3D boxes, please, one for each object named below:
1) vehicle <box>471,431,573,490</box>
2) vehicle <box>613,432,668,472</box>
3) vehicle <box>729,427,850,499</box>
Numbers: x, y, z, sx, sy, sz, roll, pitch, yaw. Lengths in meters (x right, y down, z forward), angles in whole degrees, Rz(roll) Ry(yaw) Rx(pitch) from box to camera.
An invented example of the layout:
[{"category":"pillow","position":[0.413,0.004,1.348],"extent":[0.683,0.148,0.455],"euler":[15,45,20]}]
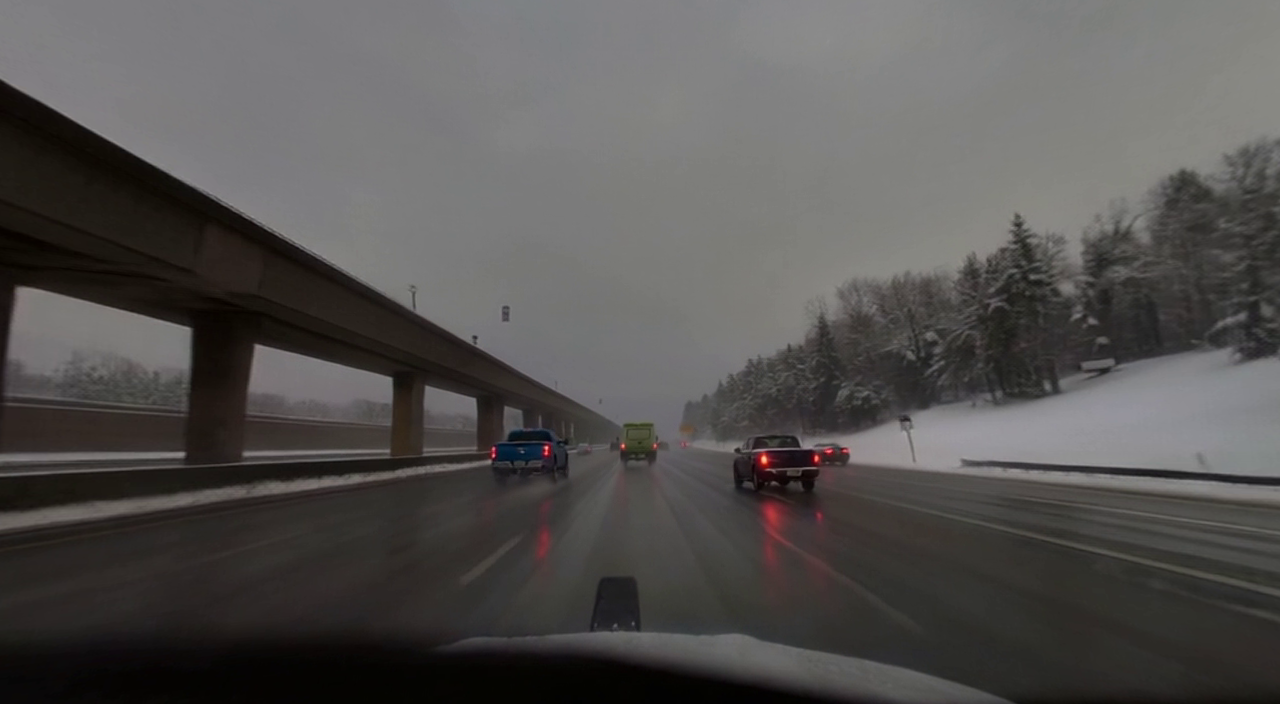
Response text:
[{"category":"vehicle","position":[-3.756,3.594,21.245],"extent":[2.535,1.715,5.030],"euler":[0,-9,-1]},{"category":"vehicle","position":[0.019,5.198,32.943],"extent":[2.572,1.837,5.693],"euler":[0,-9,0]},{"category":"vehicle","position":[3.776,2.893,16.749],"extent":[2.119,1.653,4.000],"euler":[0,-9,-1]}]
